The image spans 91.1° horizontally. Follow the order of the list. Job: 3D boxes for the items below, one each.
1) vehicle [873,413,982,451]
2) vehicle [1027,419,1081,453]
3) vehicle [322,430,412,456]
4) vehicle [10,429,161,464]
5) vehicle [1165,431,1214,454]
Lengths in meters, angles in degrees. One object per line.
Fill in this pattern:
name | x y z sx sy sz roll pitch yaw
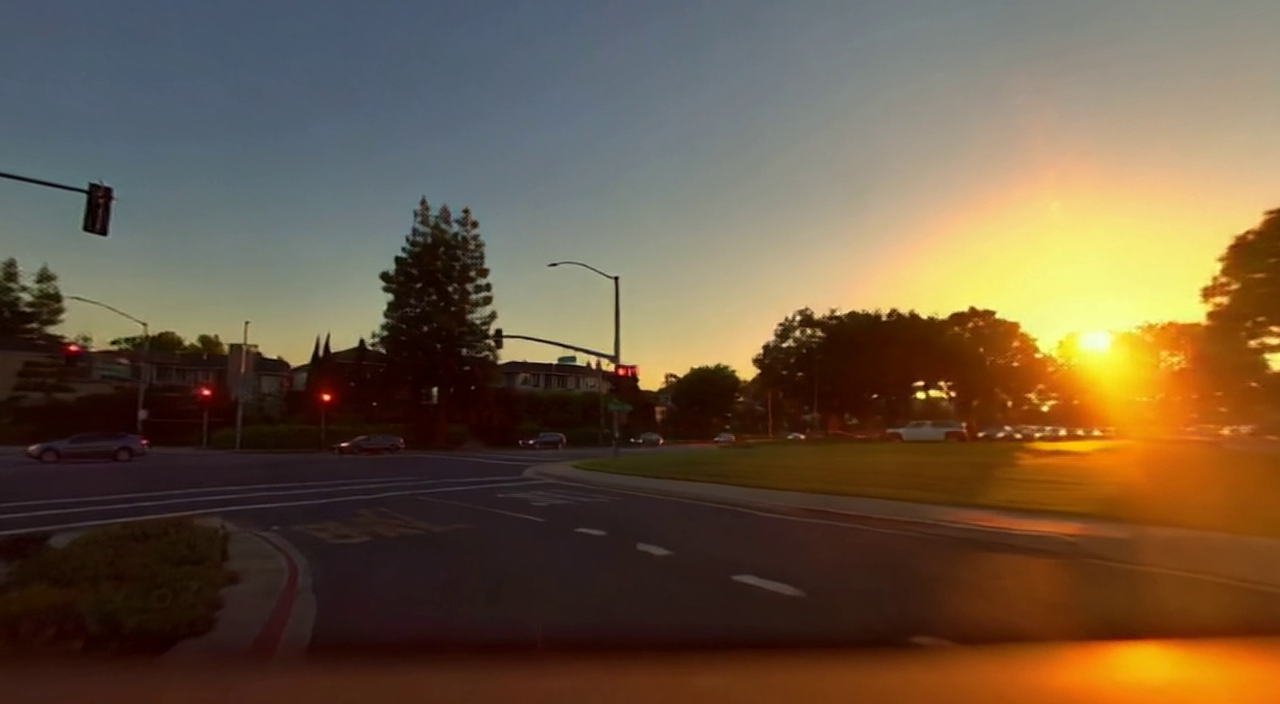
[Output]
vehicle | 18.376 5.172 40.286 5.939 2.249 2.437 -6 -10 33
vehicle | 25.323 5.185 38.587 2.402 1.920 5.467 -5 -10 30
vehicle | -16.916 5.668 39.115 1.828 1.462 4.740 -7 -11 39
vehicle | -25.461 4.365 29.007 1.847 1.461 4.853 -7 -11 38
vehicle | 34.663 5.731 39.716 1.844 1.408 4.212 -6 -10 35
